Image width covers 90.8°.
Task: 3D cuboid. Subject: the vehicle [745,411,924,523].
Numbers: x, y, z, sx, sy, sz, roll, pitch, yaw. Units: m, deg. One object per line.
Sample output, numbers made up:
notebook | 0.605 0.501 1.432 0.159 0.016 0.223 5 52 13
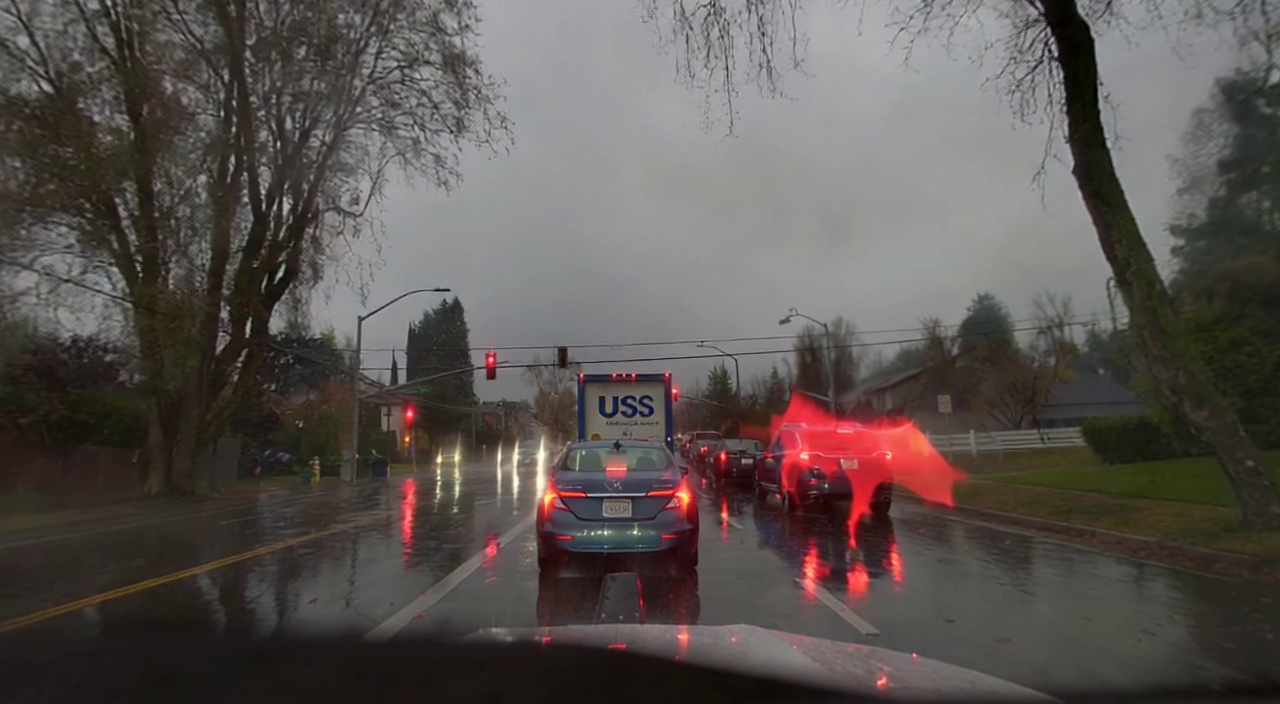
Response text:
vehicle | 3.606 2.244 12.819 2.145 1.847 4.524 0 -8 0

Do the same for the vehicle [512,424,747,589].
vehicle | -0.149 1.720 7.933 2.135 1.483 4.207 0 -8 -2
